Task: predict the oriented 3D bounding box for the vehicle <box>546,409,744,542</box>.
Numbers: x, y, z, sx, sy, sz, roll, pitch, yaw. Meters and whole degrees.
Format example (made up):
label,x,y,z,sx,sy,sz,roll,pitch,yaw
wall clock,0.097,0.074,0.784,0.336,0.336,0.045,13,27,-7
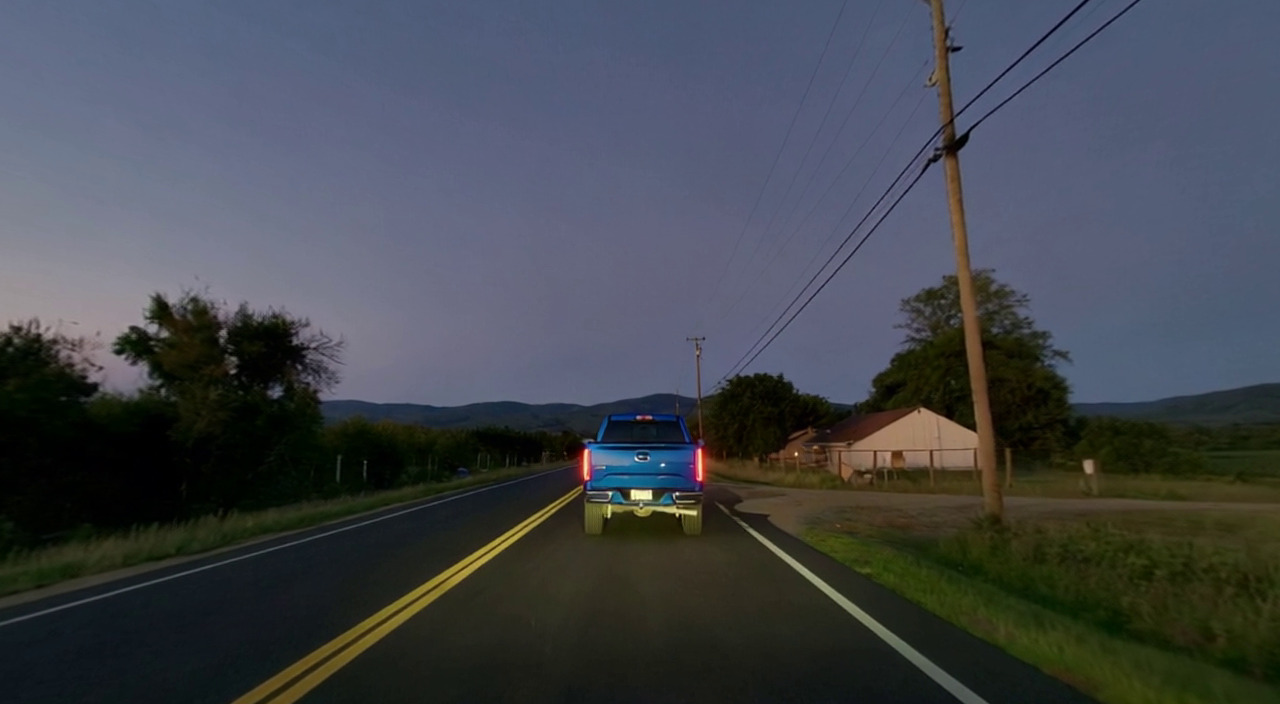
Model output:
label,x,y,z,sx,sy,sz,roll,pitch,yaw
vehicle,0.030,2.173,11.889,2.774,1.861,5.885,0,-8,-1
